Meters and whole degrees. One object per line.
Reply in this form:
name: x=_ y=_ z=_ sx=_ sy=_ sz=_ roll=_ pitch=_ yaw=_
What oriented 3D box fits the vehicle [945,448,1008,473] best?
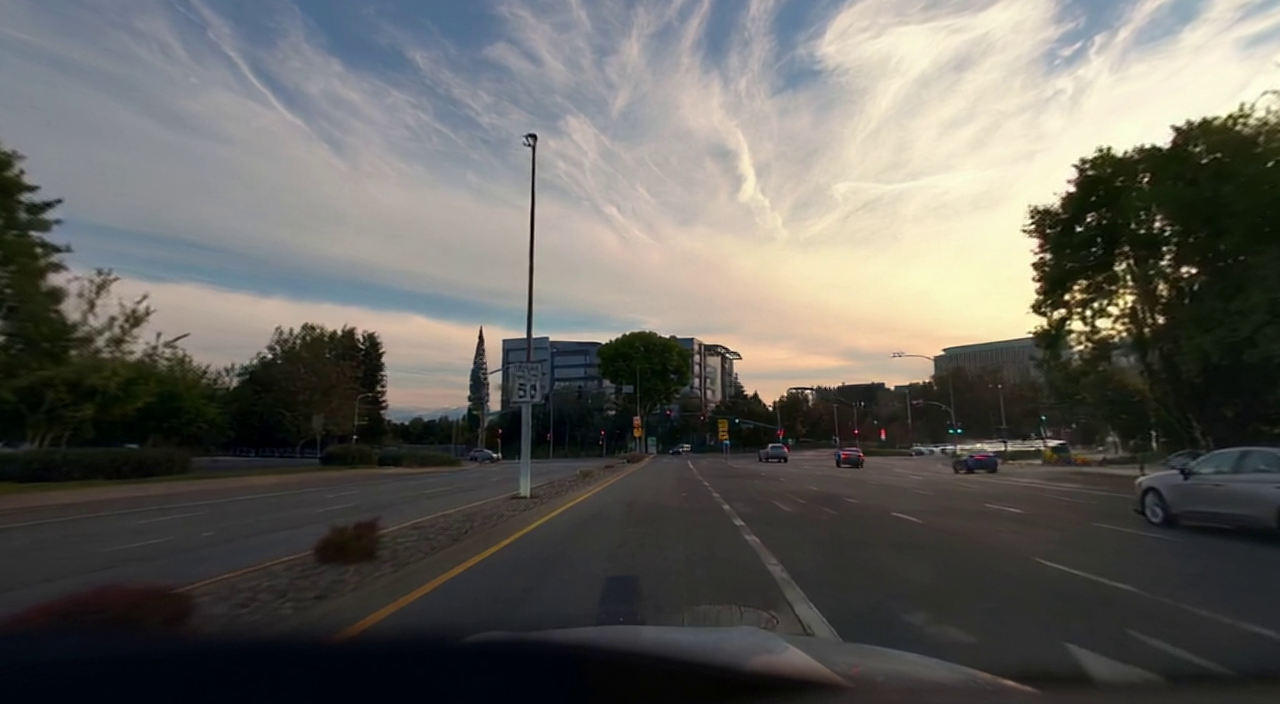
vehicle: x=22.056 y=7.115 z=41.603 sx=1.896 sy=1.524 sz=4.562 roll=-1 pitch=-8 yaw=5

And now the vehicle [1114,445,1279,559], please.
vehicle: x=9.596 y=2.133 z=9.294 sx=1.933 sy=1.500 sz=4.458 roll=0 pitch=-8 yaw=3
